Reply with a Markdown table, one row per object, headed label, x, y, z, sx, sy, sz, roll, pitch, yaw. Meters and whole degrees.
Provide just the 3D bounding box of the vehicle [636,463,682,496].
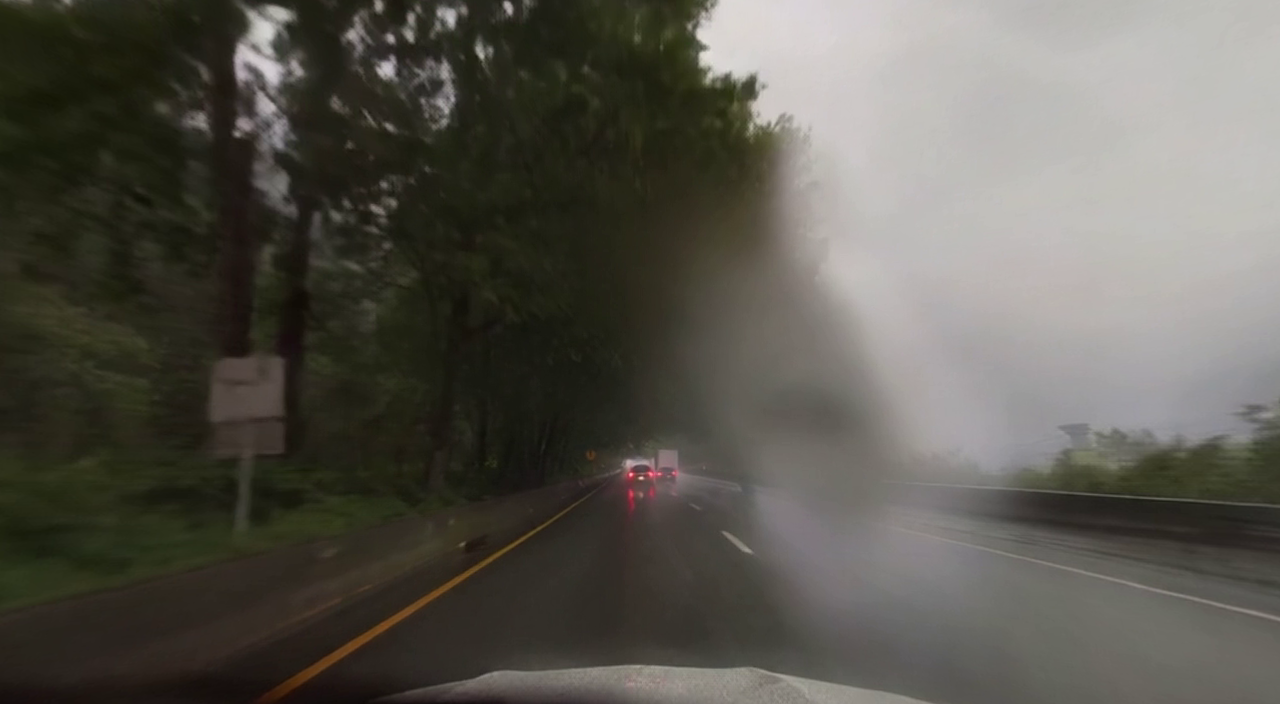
| label | x | y | z | sx | sy | sz | roll | pitch | yaw |
| --- | --- | --- | --- | --- | --- | --- | --- | --- | --- |
| vehicle | 0.858 | 6.163 | 30.589 | 1.976 | 1.467 | 3.783 | 1 | -11 | -2 |
